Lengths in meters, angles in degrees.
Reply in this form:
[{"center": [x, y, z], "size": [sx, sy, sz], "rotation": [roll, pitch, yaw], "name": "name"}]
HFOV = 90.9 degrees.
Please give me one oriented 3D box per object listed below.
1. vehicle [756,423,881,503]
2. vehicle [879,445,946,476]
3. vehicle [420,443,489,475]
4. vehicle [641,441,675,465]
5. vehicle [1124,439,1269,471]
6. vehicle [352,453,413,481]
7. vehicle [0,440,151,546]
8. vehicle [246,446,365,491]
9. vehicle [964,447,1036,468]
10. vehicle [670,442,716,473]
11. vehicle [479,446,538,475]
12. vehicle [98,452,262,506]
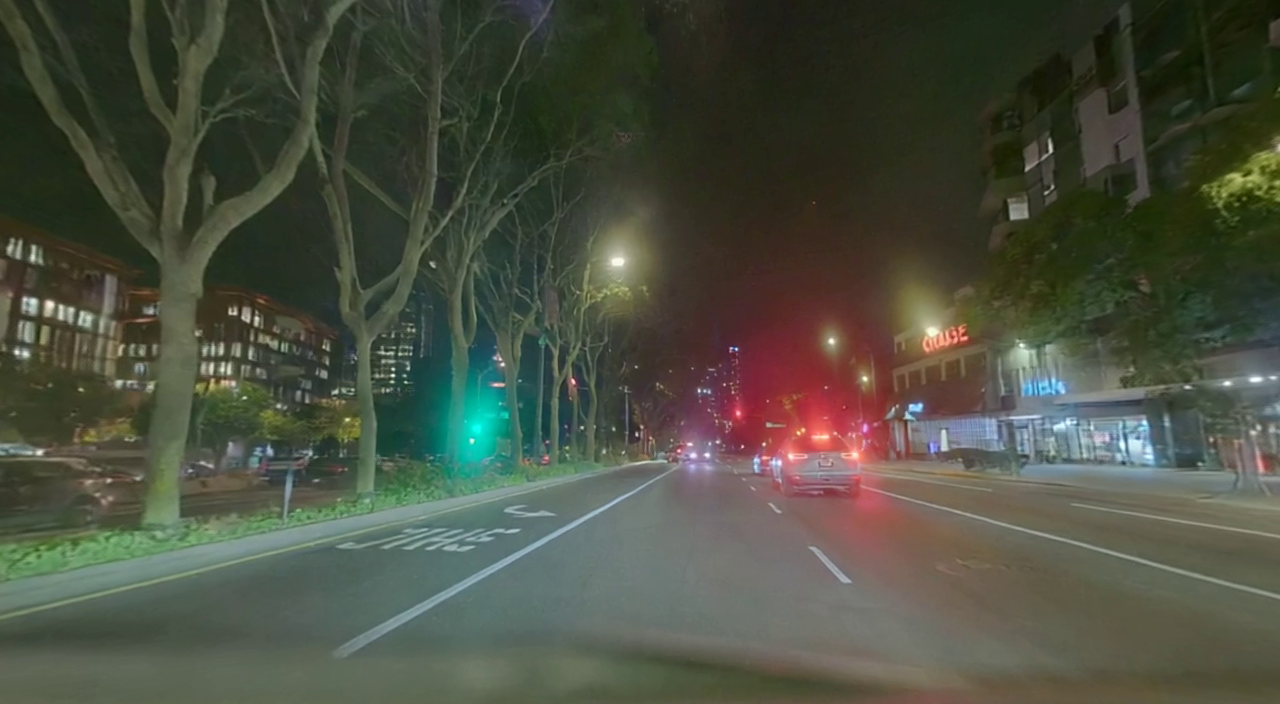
[{"center": [4.492, 2.879, 16.760], "size": [2.282, 1.797, 4.924], "rotation": [-1, -8, 5], "name": "vehicle"}, {"center": [13.620, 5.401, 31.774], "size": [1.935, 1.435, 4.141], "rotation": [-1, -8, 6], "name": "vehicle"}, {"center": [-11.788, 6.811, 40.524], "size": [2.337, 1.895, 5.872], "rotation": [-1, -8, 3], "name": "vehicle"}, {"center": [1.398, 7.462, 46.632], "size": [2.057, 1.678, 4.639], "rotation": [-1, -8, 7], "name": "vehicle"}, {"center": [28.930, 5.420, 33.057], "size": [2.043, 1.496, 5.210], "rotation": [2, -10, -21], "name": "vehicle"}, {"center": [-14.931, 6.660, 36.801], "size": [1.804, 1.437, 4.560], "rotation": [0, -8, -2], "name": "vehicle"}, {"center": [-11.284, 2.349, 10.637], "size": [2.059, 1.695, 4.595], "rotation": [-1, -8, 6], "name": "vehicle"}, {"center": [-15.587, 5.402, 29.861], "size": [2.200, 1.884, 5.653], "rotation": [-1, -8, 4], "name": "vehicle"}, {"center": [27.484, 8.064, 48.290], "size": [4.361, 1.429, 1.843], "rotation": [0, -9, 11], "name": "vehicle"}, {"center": [2.751, 5.335, 32.069], "size": [2.059, 1.477, 3.988], "rotation": [-1, -8, 8], "name": "vehicle"}, {"center": [-7.645, 6.317, 37.084], "size": [2.047, 1.572, 4.472], "rotation": [-1, -8, 6], "name": "vehicle"}, {"center": [-15.734, 4.315, 21.940], "size": [1.937, 1.605, 4.531], "rotation": [-1, -8, 6], "name": "vehicle"}]
